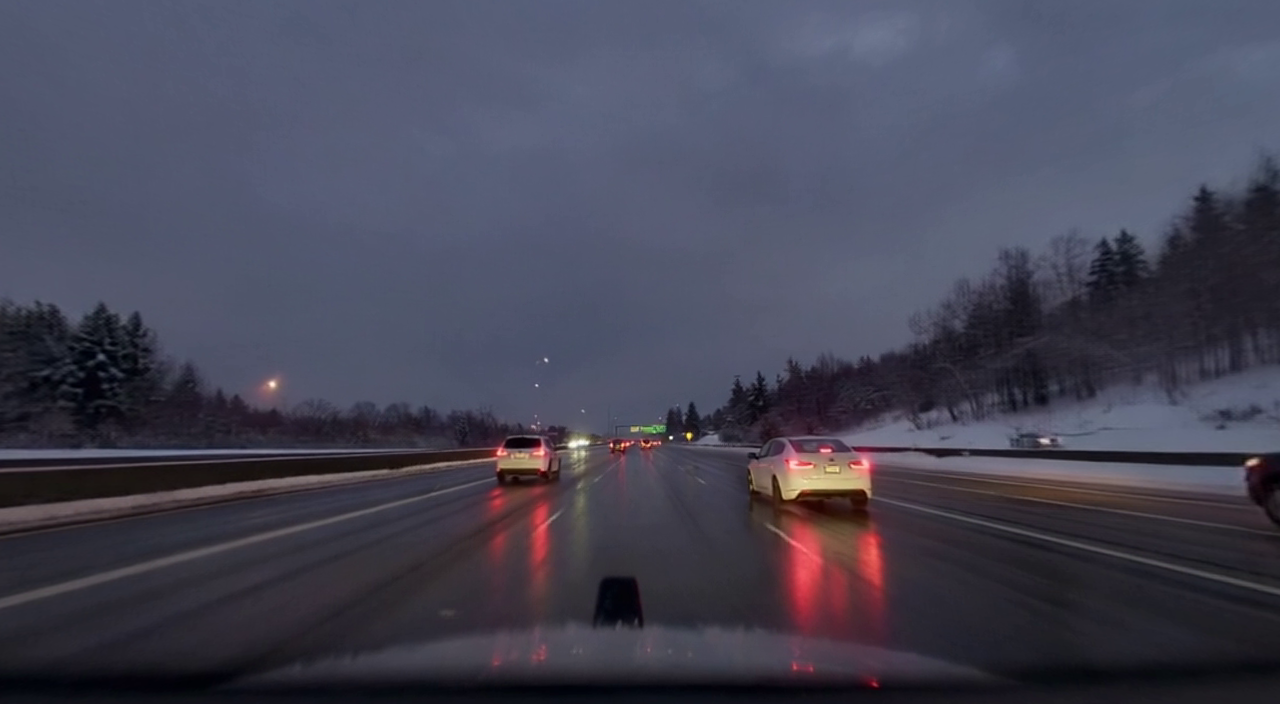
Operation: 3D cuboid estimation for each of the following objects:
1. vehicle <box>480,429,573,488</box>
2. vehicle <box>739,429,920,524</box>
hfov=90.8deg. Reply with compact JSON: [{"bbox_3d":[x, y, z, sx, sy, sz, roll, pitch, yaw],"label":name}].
[{"bbox_3d":[-3.642,3.536,21.217,2.193,1.746,4.512,0,-9,1],"label":"vehicle"},{"bbox_3d":[3.516,2.427,12.940,2.107,1.550,4.949,0,-9,-1],"label":"vehicle"}]
